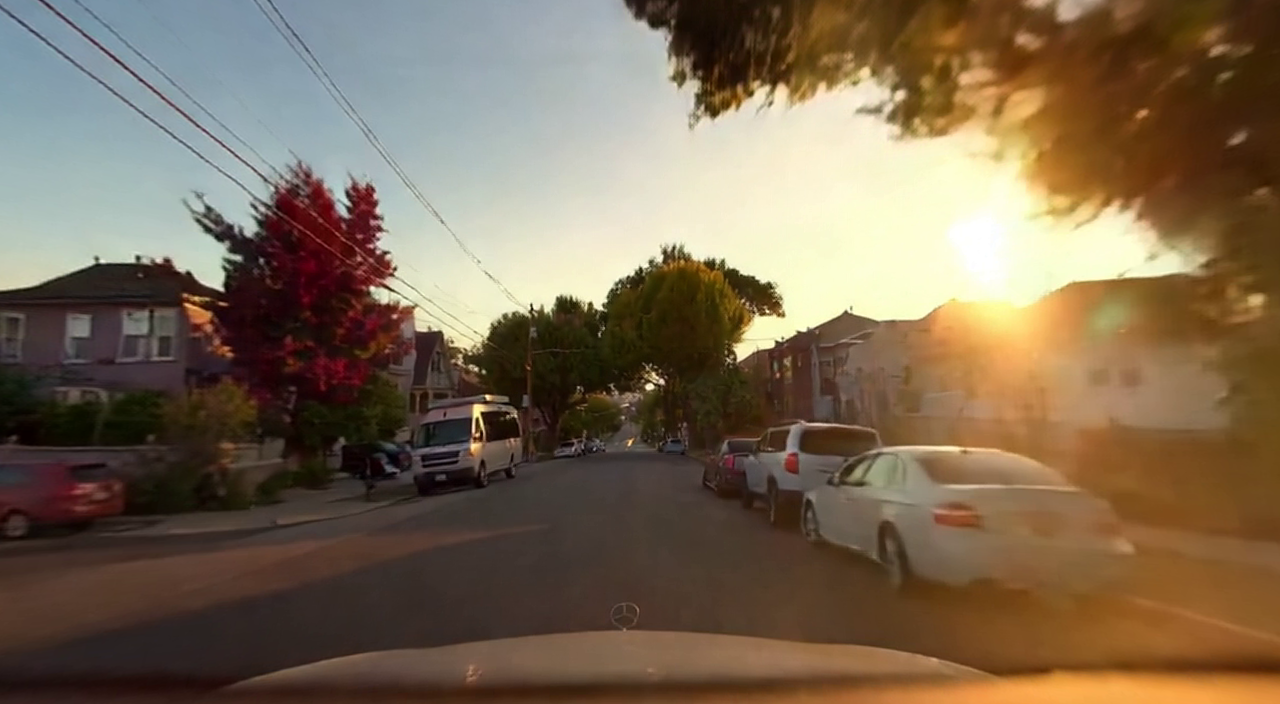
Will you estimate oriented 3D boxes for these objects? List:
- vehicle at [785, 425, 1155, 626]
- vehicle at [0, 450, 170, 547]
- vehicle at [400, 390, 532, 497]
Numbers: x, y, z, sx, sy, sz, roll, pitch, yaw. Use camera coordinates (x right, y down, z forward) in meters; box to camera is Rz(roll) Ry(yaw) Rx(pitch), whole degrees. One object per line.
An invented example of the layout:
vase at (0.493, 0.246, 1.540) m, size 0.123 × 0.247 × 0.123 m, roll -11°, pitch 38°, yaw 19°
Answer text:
vehicle at (3.333, 1.816, 7.701) m, size 2.010 × 1.661 × 4.615 m, roll -1°, pitch -8°, yaw 0°
vehicle at (-13.232, 3.221, 13.532) m, size 4.341 × 1.728 × 2.161 m, roll -2°, pitch -16°, yaw -5°
vehicle at (-6.645, 3.560, 25.470) m, size 3.115 × 3.562 × 7.695 m, roll -2°, pitch -7°, yaw 0°
